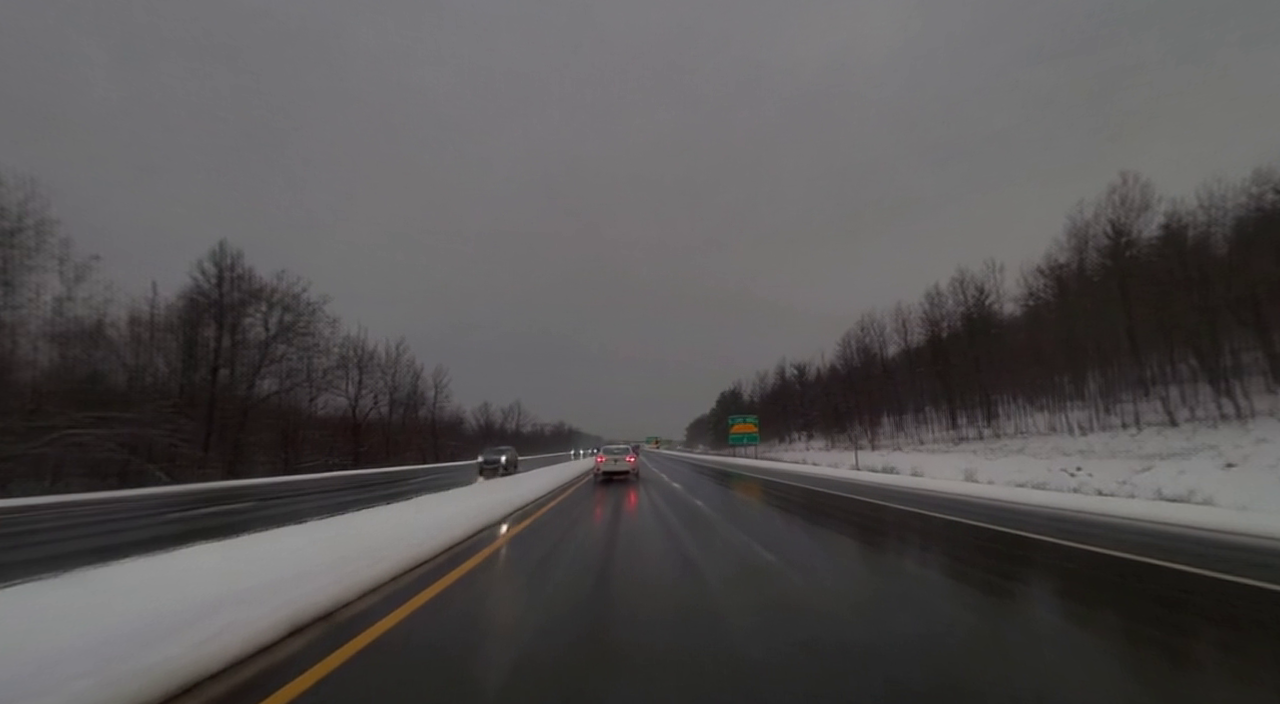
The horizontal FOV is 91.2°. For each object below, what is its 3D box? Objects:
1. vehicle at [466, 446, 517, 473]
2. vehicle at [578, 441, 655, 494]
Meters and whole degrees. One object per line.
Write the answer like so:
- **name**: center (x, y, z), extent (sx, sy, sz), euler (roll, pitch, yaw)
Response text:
- **vehicle**: center (-9.657, 7.017, 41.101), extent (2.330, 1.637, 4.272), euler (0, -9, -1)
- **vehicle**: center (-0.738, 3.679, 20.313), extent (2.244, 1.506, 4.097), euler (0, -9, -1)
